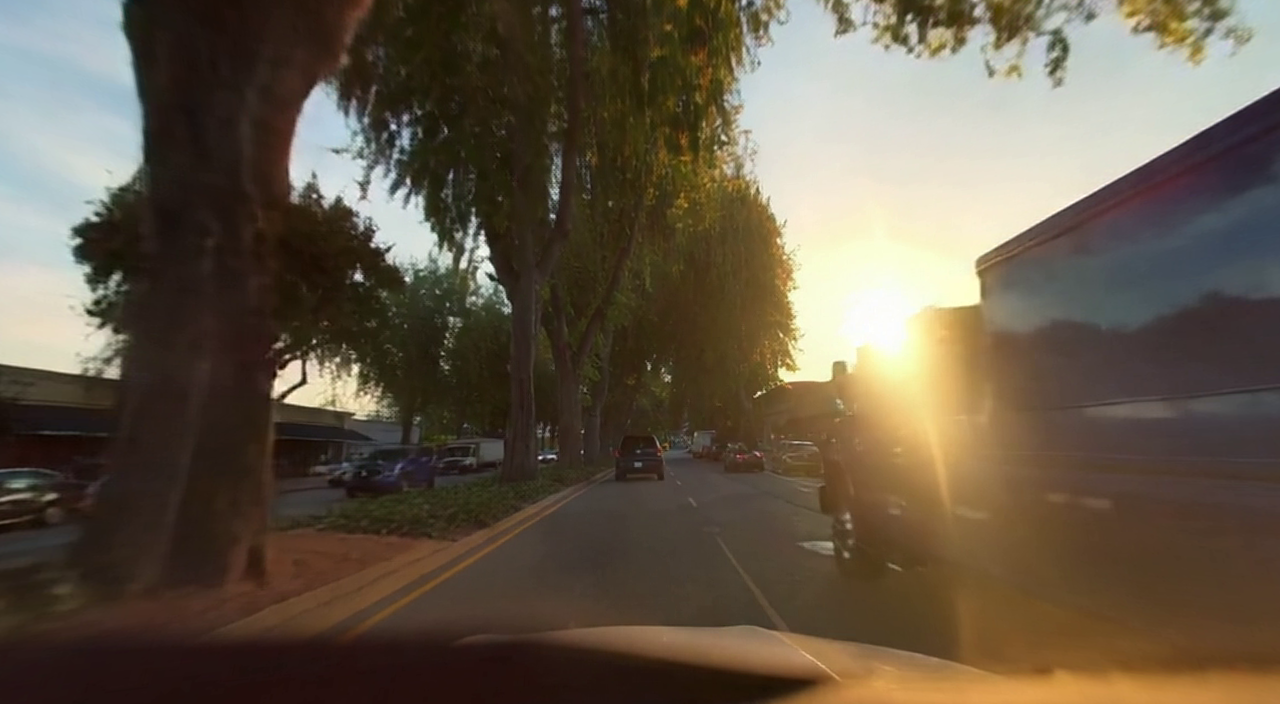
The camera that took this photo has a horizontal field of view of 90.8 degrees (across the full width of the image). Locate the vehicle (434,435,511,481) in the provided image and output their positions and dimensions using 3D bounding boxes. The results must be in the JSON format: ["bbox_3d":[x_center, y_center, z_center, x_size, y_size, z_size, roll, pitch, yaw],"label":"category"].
[{"bbox_3d":[-11.343,7.273,43.798,2.894,2.789,8.218,-1,-9,1],"label":"vehicle"}]

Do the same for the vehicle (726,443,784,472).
[{"bbox_3d":[7.204,6.671,40.099,2.114,1.697,4.739,1,-9,-9],"label":"vehicle"}]

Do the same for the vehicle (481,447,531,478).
[{"bbox_3d":[-7.936,6.581,37.910,1.977,1.669,4.387,0,-9,1],"label":"vehicle"}]

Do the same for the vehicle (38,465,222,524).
[{"bbox_3d":[-16.015,4.456,20.289,1.874,1.506,4.781,-1,-9,1],"label":"vehicle"}]

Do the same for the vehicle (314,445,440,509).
[{"bbox_3d":[-7.672,3.648,18.984,1.937,1.641,4.575,0,-9,-2],"label":"vehicle"}]

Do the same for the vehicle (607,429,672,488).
[{"bbox_3d":[0.055,4.096,24.645,2.293,2.036,4.853,-1,-9,2],"label":"vehicle"}]

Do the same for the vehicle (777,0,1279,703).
[{"bbox_3d":[3.745,0.017,4.154,3.007,4.206,12.913,0,-9,1],"label":"vehicle"}]
